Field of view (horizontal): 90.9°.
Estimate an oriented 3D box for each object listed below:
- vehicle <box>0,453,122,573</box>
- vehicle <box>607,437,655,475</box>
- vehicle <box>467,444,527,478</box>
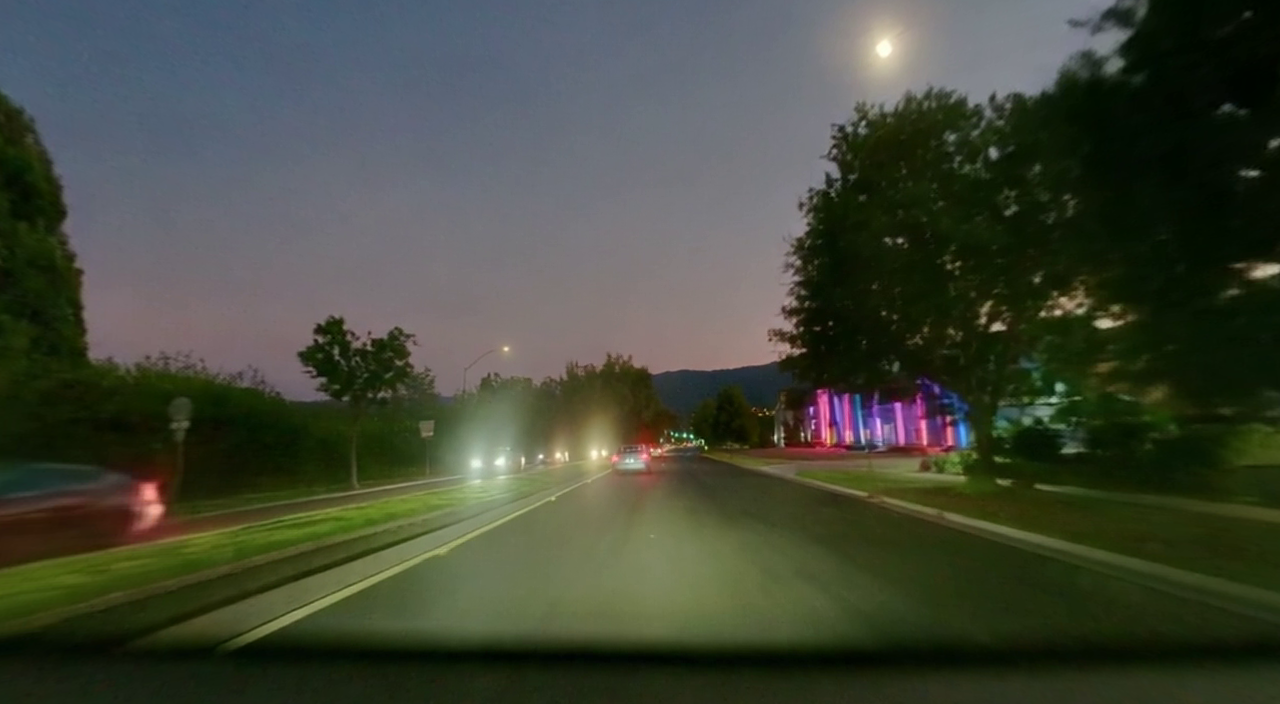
[{"bbox_3d":[-9.867,2.243,8.687,1.908,1.616,3.988,-1,-8,3],"label":"vehicle"},{"bbox_3d":[-0.354,5.102,31.097,2.129,1.713,4.314,0,-8,2],"label":"vehicle"},{"bbox_3d":[-8.035,6.145,35.855,2.093,1.772,4.478,-1,-8,3],"label":"vehicle"}]
